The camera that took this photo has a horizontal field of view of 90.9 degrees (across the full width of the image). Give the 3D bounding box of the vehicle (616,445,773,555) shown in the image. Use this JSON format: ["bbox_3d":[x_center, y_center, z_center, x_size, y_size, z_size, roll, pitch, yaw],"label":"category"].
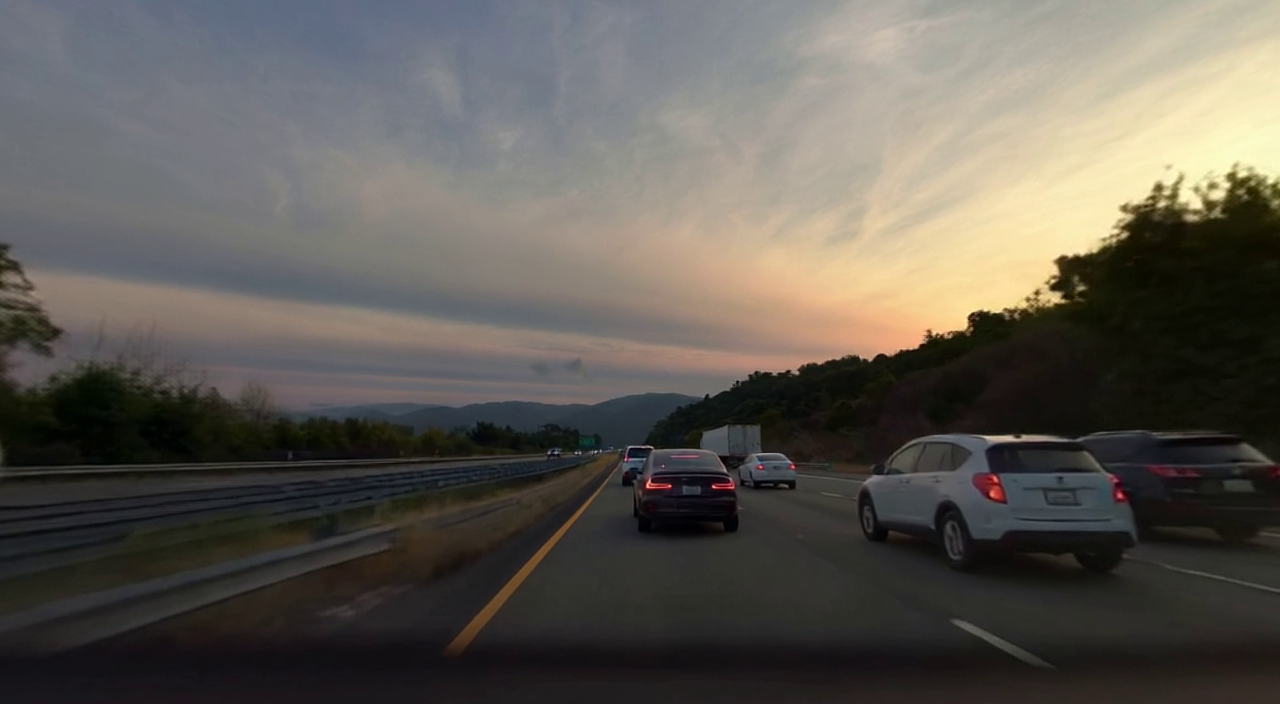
[{"bbox_3d":[0.690,2.261,10.295,2.094,1.426,3.725,0,-9,-1],"label":"vehicle"}]

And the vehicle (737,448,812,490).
[{"bbox_3d":[5.187,4.546,24.830,1.908,1.500,4.157,0,-9,-2],"label":"vehicle"}]

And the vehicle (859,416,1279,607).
[{"bbox_3d":[4.615,1.767,7.931,1.998,1.657,4.604,0,-9,-1],"label":"vehicle"}]
